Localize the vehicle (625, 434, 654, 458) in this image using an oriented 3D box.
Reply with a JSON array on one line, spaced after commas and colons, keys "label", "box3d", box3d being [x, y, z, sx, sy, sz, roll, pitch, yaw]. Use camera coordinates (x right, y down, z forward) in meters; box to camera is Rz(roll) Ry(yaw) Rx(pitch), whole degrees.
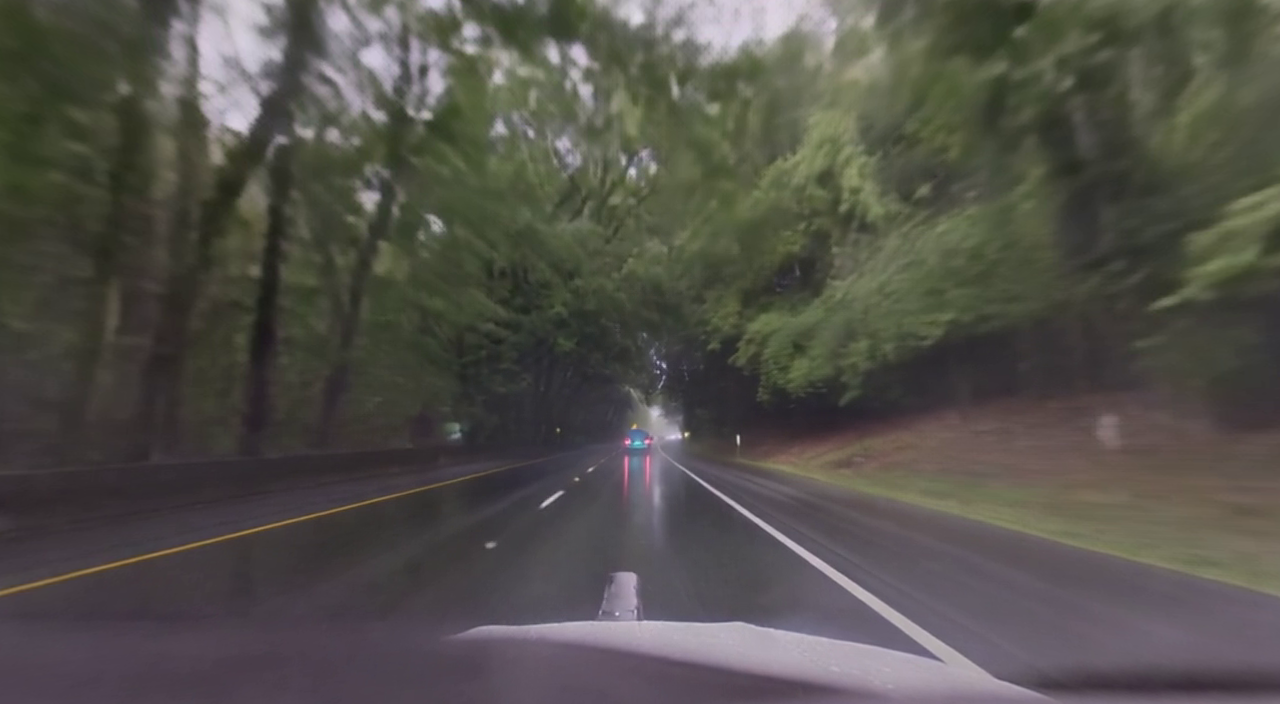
[{"label": "vehicle", "box3d": [-0.081, 6.852, 46.252, 2.094, 1.653, 4.283, 0, -8, -1]}]
